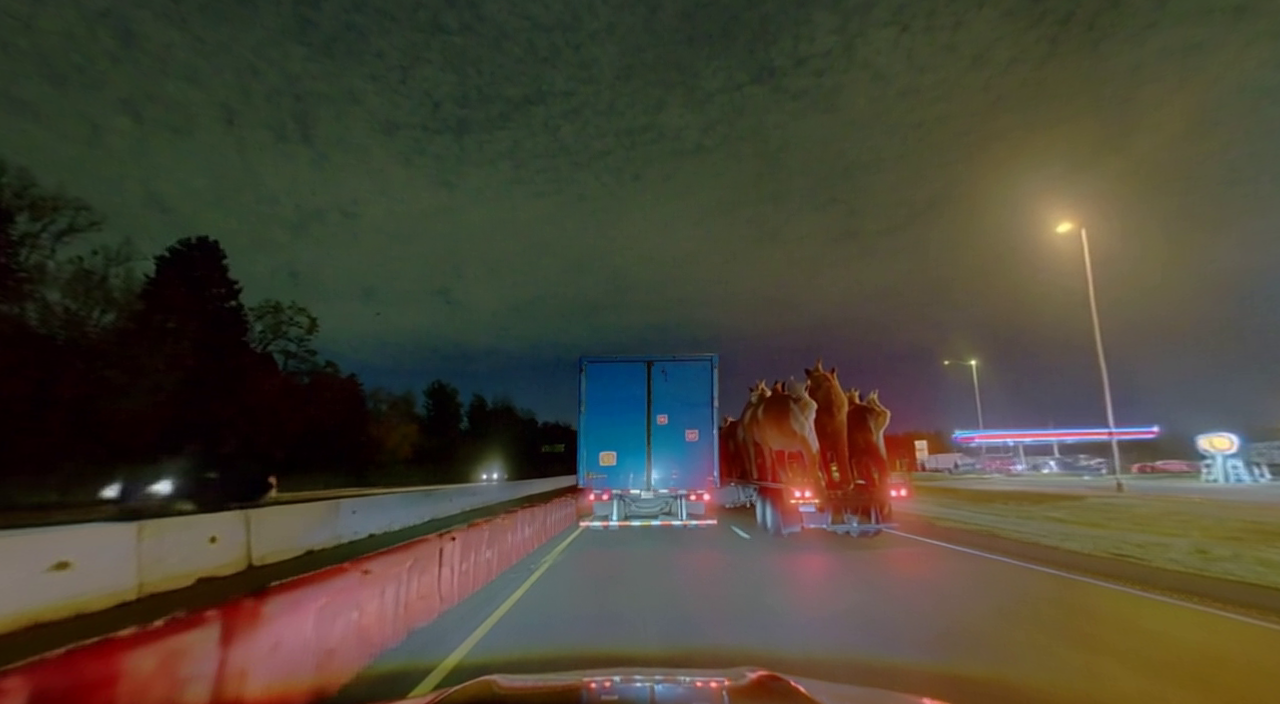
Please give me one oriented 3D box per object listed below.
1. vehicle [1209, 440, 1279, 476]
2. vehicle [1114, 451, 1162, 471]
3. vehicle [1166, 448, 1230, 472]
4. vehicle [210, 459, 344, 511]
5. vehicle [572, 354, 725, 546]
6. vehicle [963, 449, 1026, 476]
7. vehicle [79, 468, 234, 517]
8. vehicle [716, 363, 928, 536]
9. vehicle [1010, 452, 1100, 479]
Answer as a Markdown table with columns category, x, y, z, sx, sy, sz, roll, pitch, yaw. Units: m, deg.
| category | x | y | z | sx | sy | sz | roll | pitch | yaw |
| --- | --- | --- | --- | --- | --- | --- | --- | --- | --- |
| vehicle | 31.199 | 5.289 | 31.225 | 1.843 | 1.655 | 4.401 | 1 | -10 | 0 |
| vehicle | 38.412 | 8.451 | 48.585 | 3.565 | 1.448 | 1.866 | 8 | -13 | -36 |
| vehicle | 36.864 | 7.170 | 41.601 | 4.315 | 1.469 | 1.823 | 7 | -12 | -31 |
| vehicle | -12.111 | 4.456 | 21.428 | 1.891 | 1.537 | 4.321 | 1 | -10 | 1 |
| vehicle | 0.068 | 2.466 | 15.335 | 2.618 | 3.306 | 8.676 | 1 | -10 | -1 |
| vehicle | 24.739 | 7.762 | 44.124 | 1.919 | 1.722 | 4.024 | 1 | -10 | -2 |
| vehicle | -16.744 | 4.862 | 22.182 | 1.892 | 1.507 | 4.458 | 1 | -10 | -1 |
| vehicle | 4.427 | 2.901 | 18.151 | 2.936 | 3.640 | 9.443 | 1 | -10 | -2 |
| vehicle | 24.602 | 6.747 | 37.527 | 1.762 | 1.470 | 4.485 | 3 | -11 | -10 |
